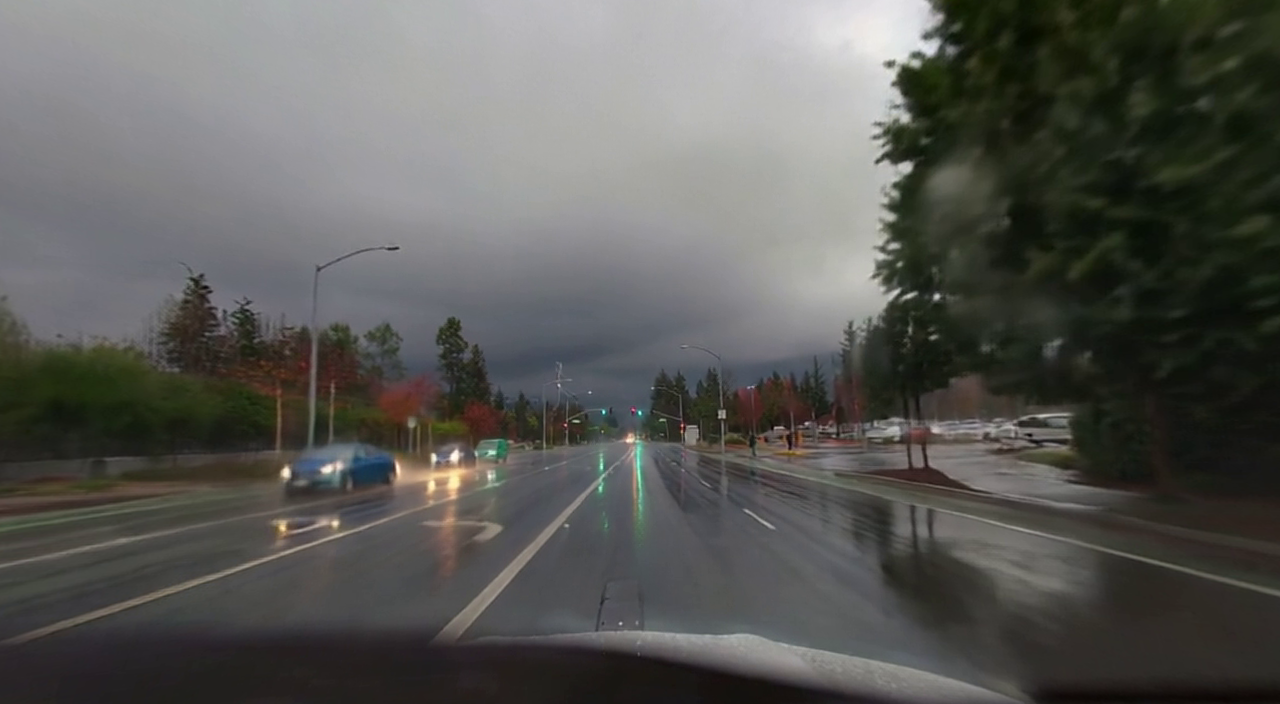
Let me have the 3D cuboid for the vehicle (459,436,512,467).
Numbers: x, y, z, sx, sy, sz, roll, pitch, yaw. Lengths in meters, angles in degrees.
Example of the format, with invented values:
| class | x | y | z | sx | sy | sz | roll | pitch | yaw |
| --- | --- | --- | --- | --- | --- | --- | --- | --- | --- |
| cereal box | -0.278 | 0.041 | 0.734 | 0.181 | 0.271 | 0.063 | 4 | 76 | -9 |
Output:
| class | x | y | z | sx | sy | sz | roll | pitch | yaw |
| --- | --- | --- | --- | --- | --- | --- | --- | --- | --- |
| vehicle | -9.152 | 5.914 | 37.838 | 2.066 | 1.709 | 4.509 | 0 | -8 | -1 |

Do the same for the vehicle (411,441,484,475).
| class | x | y | z | sx | sy | sz | roll | pitch | yaw |
| --- | --- | --- | --- | --- | --- | --- | --- | --- | --- |
| vehicle | -8.934 | 4.923 | 29.699 | 1.940 | 1.452 | 4.441 | 0 | -8 | 1 |

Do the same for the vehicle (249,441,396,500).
| class | x | y | z | sx | sy | sz | roll | pitch | yaw |
| --- | --- | --- | --- | --- | --- | --- | --- | --- | --- |
| vehicle | -8.899 | 3.310 | 18.207 | 1.959 | 1.469 | 4.369 | 0 | -8 | 0 |
